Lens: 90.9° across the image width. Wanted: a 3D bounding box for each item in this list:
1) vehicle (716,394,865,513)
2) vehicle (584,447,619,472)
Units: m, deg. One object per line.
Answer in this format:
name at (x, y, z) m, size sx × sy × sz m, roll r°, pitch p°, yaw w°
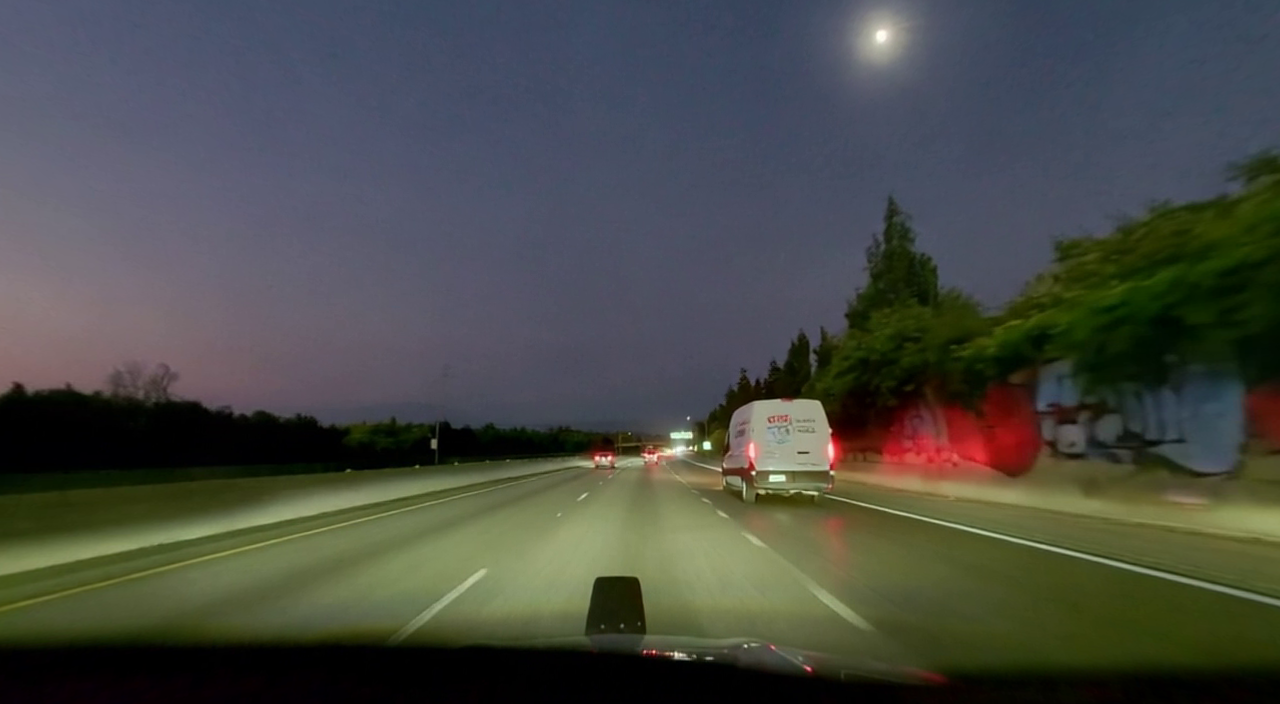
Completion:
vehicle at (3.640, 2.672, 16.730) m, size 2.469 × 2.591 × 5.653 m, roll 0°, pitch -9°, yaw -1°
vehicle at (-2.582, 7.317, 43.029) m, size 1.964 × 1.618 × 4.489 m, roll 0°, pitch -9°, yaw 2°
